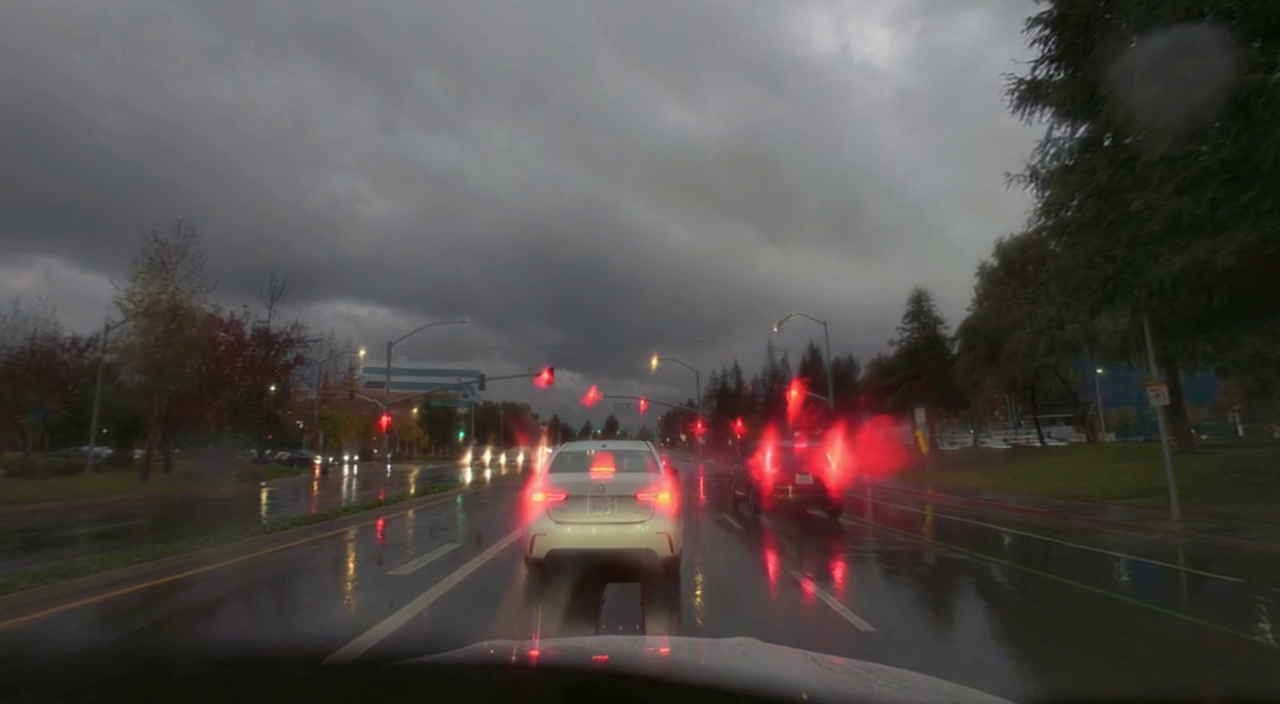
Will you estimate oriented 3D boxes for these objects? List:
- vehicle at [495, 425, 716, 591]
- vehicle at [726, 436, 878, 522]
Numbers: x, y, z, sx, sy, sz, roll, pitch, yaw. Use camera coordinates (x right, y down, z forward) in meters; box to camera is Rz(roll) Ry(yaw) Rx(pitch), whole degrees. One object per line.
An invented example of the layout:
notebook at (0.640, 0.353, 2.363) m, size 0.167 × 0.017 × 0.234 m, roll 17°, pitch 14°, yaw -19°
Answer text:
vehicle at (-0.348, 1.695, 7.610) m, size 2.006 × 1.487 × 3.535 m, roll 0°, pitch -9°, yaw -1°
vehicle at (3.135, 2.539, 13.242) m, size 1.910 × 1.474 × 4.263 m, roll 0°, pitch -9°, yaw -2°
